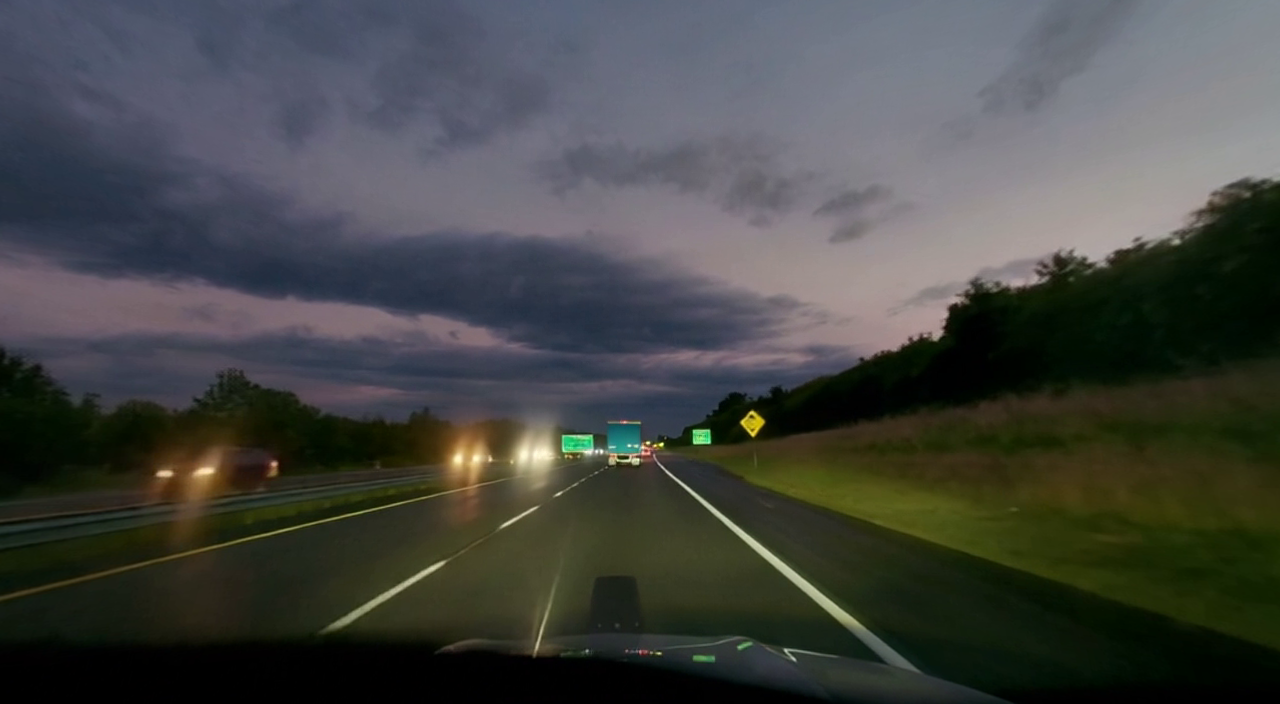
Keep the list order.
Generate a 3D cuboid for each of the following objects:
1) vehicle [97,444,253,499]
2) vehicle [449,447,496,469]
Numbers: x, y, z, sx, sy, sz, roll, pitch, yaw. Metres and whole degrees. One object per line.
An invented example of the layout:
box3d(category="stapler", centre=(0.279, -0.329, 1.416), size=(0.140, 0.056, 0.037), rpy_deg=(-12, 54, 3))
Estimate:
box3d(category="vehicle", centre=(-15.606, 4.010, 21.554), size=(1.997, 1.664, 4.385), rpy_deg=(0, -9, 0))
box3d(category="vehicle", centre=(-12.049, 7.667, 45.776), size=(2.108, 1.493, 4.427), rpy_deg=(0, -9, 1))
